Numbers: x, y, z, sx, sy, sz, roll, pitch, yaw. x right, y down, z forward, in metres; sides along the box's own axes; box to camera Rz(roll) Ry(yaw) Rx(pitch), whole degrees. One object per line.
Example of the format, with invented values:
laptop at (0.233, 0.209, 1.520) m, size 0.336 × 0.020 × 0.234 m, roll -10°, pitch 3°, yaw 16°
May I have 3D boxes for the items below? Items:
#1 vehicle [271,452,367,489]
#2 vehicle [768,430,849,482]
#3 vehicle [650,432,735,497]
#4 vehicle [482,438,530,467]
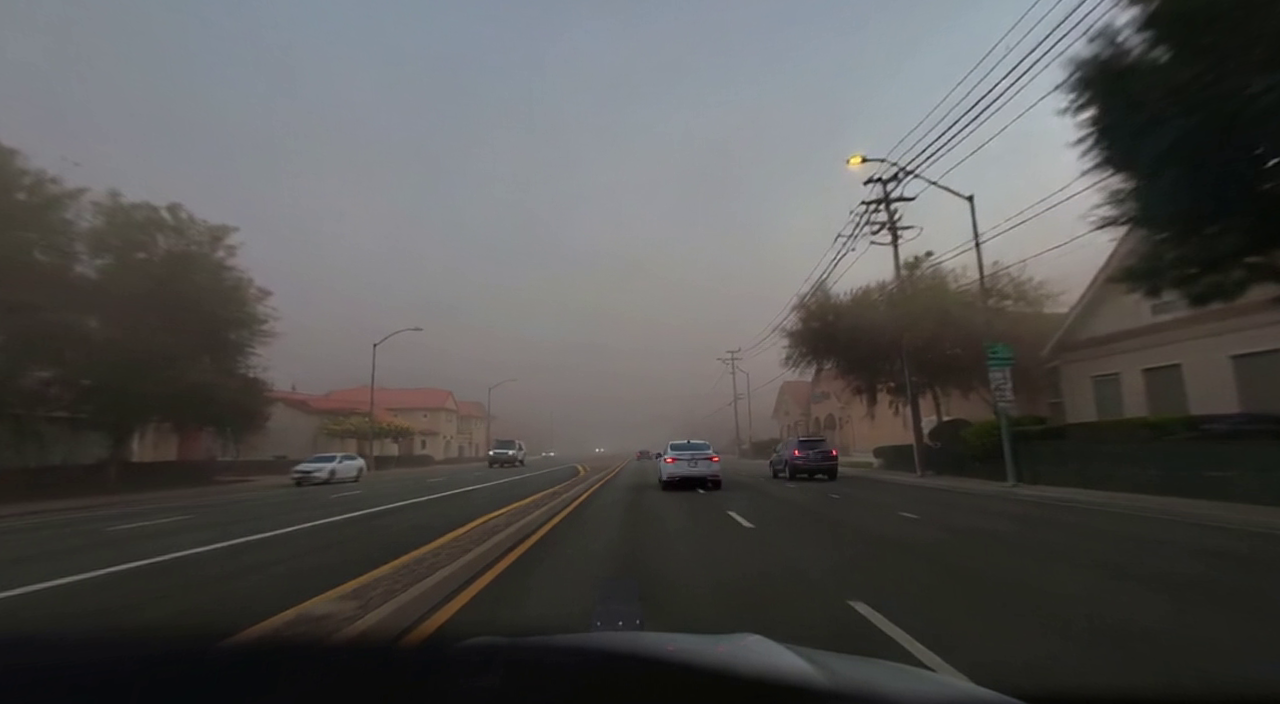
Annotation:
vehicle at (-14.693, 5.434, 29.200) m, size 1.980 × 1.513 × 4.583 m, roll -1°, pitch -9°, yaw 1°
vehicle at (6.670, 4.189, 25.451) m, size 2.061 × 1.889 × 4.268 m, roll 0°, pitch -9°, yaw 0°
vehicle at (1.455, 3.355, 19.124) m, size 2.138 × 1.702 × 4.168 m, roll 0°, pitch -9°, yaw -1°
vehicle at (-10.413, 7.907, 49.559) m, size 2.423 × 2.132 × 5.881 m, roll -1°, pitch -9°, yaw 0°
